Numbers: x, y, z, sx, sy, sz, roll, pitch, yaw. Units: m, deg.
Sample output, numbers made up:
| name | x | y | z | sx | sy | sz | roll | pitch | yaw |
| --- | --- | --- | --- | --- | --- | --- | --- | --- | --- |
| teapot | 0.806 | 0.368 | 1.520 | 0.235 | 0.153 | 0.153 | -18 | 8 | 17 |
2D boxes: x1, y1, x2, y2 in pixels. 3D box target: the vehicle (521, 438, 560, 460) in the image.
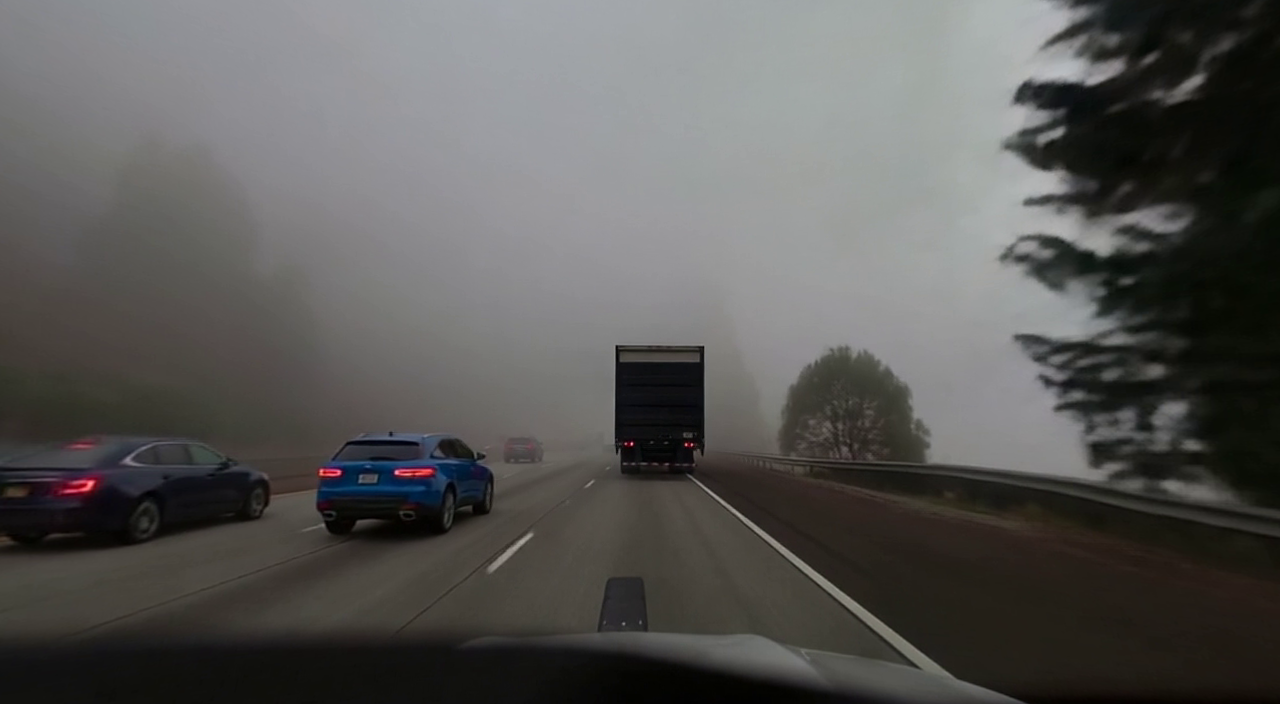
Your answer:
| name | x | y | z | sx | sy | sz | roll | pitch | yaw |
| --- | --- | --- | --- | --- | --- | --- | --- | --- | --- |
| vehicle | -6.711 | 6.581 | 42.892 | 1.882 | 1.451 | 4.416 | 0 | -8 | 1 |

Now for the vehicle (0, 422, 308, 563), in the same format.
| name | x | y | z | sx | sy | sz | roll | pitch | yaw |
| --- | --- | --- | --- | --- | --- | --- | --- | --- | --- |
| vehicle | -7.222 | 1.847 | 9.160 | 2.063 | 1.480 | 4.842 | 0 | -8 | 2 |

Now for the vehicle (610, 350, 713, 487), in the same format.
| name | x | y | z | sx | sy | sz | roll | pitch | yaw |
| --- | --- | --- | --- | --- | --- | --- | --- | --- | --- |
| vehicle | 0.655 | 2.630 | 23.154 | 2.870 | 3.841 | 10.653 | 0 | -8 | 1 |

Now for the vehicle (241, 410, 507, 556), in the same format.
| name | x | y | z | sx | sy | sz | roll | pitch | yaw |
| --- | --- | --- | --- | --- | --- | --- | --- | --- | --- |
| vehicle | -3.524 | 1.825 | 9.467 | 2.077 | 1.671 | 4.249 | 0 | -8 | 1 |
